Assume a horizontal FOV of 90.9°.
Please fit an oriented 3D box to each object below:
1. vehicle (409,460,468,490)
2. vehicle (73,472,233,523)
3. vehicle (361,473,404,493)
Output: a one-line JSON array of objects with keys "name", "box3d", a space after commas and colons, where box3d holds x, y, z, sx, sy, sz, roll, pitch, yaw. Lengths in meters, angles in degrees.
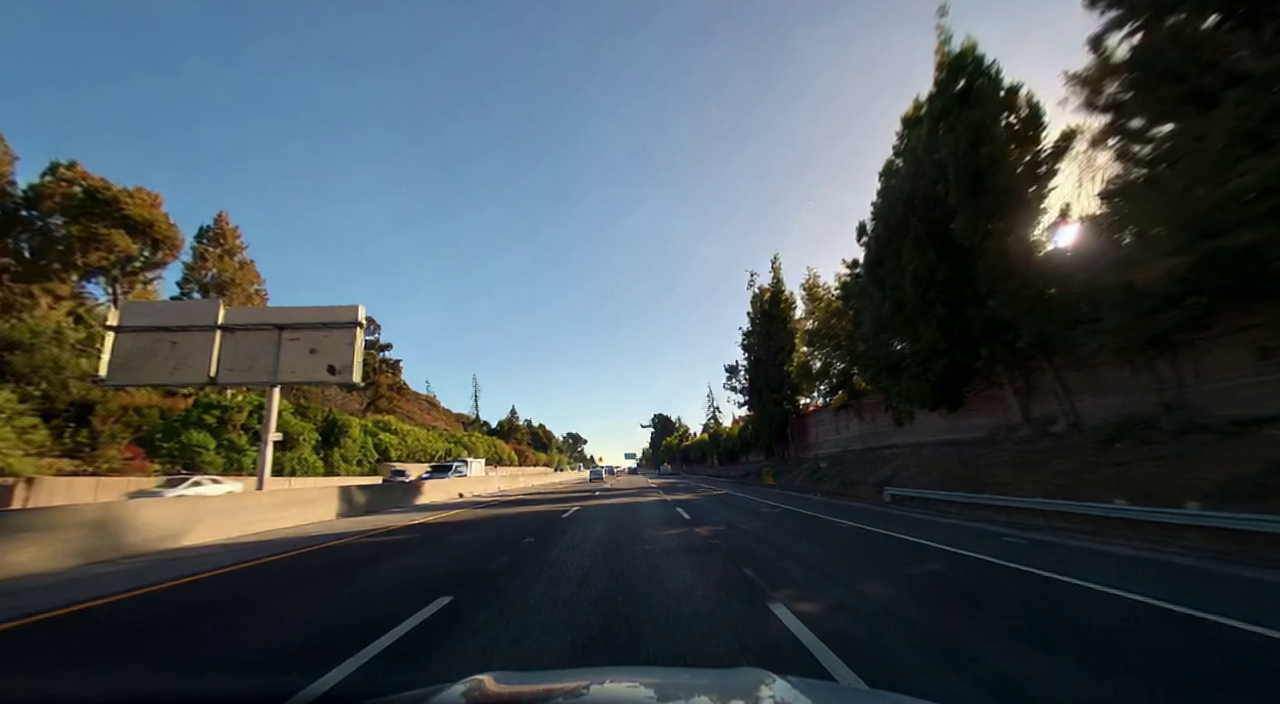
[{"name": "vehicle", "box3d": [-12.204, 7.502, 38.500, 2.117, 1.647, 4.613, 1, -10, -1]}, {"name": "vehicle", "box3d": [-16.163, 4.828, 21.296, 1.818, 1.466, 4.498, 1, -10, -1]}, {"name": "vehicle", "box3d": [-19.760, 10.071, 48.525, 1.779, 1.434, 3.710, 1, -10, -1]}]
